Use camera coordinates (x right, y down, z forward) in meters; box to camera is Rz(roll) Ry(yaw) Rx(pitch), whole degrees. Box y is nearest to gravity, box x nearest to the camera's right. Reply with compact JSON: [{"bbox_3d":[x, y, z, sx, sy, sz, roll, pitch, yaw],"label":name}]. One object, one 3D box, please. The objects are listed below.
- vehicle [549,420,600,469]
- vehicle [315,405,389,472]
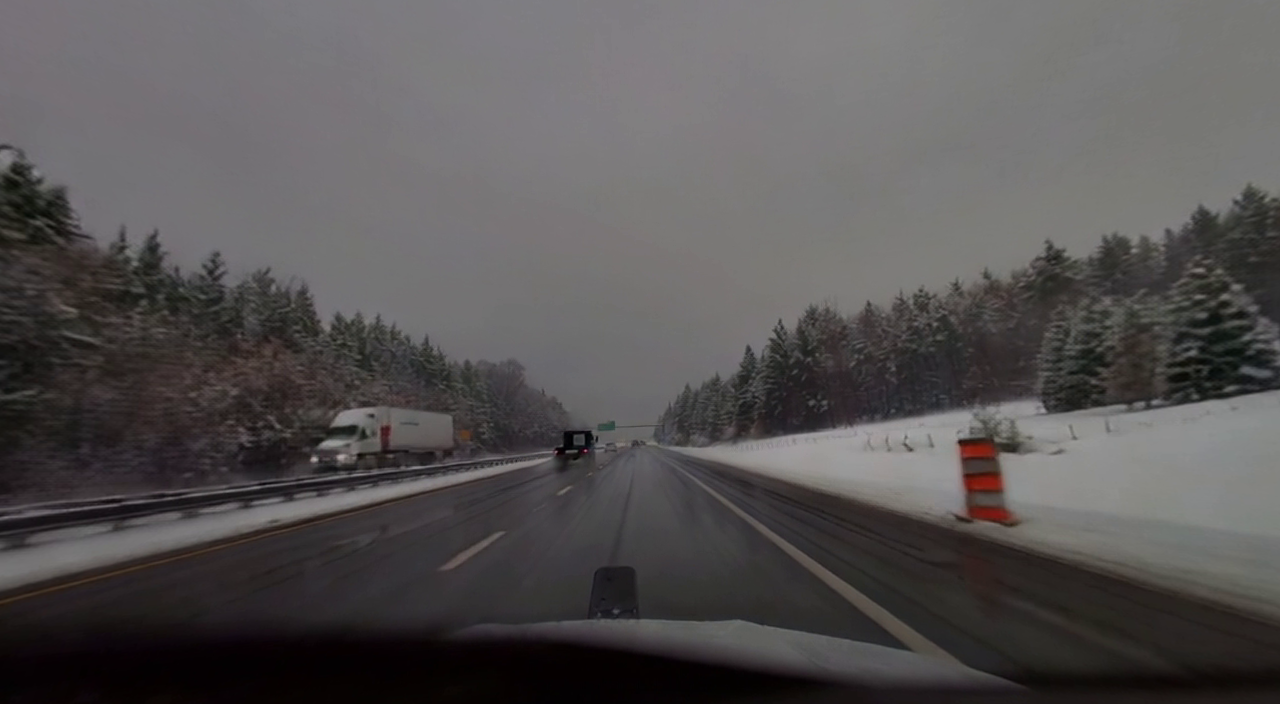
[{"bbox_3d":[-3.760,5.466,37.350,2.484,2.625,5.907,0,-8,0],"label":"vehicle"},{"bbox_3d":[-17.466,5.269,38.388,3.014,3.832,3.036,0,-8,-1],"label":"vehicle"}]
